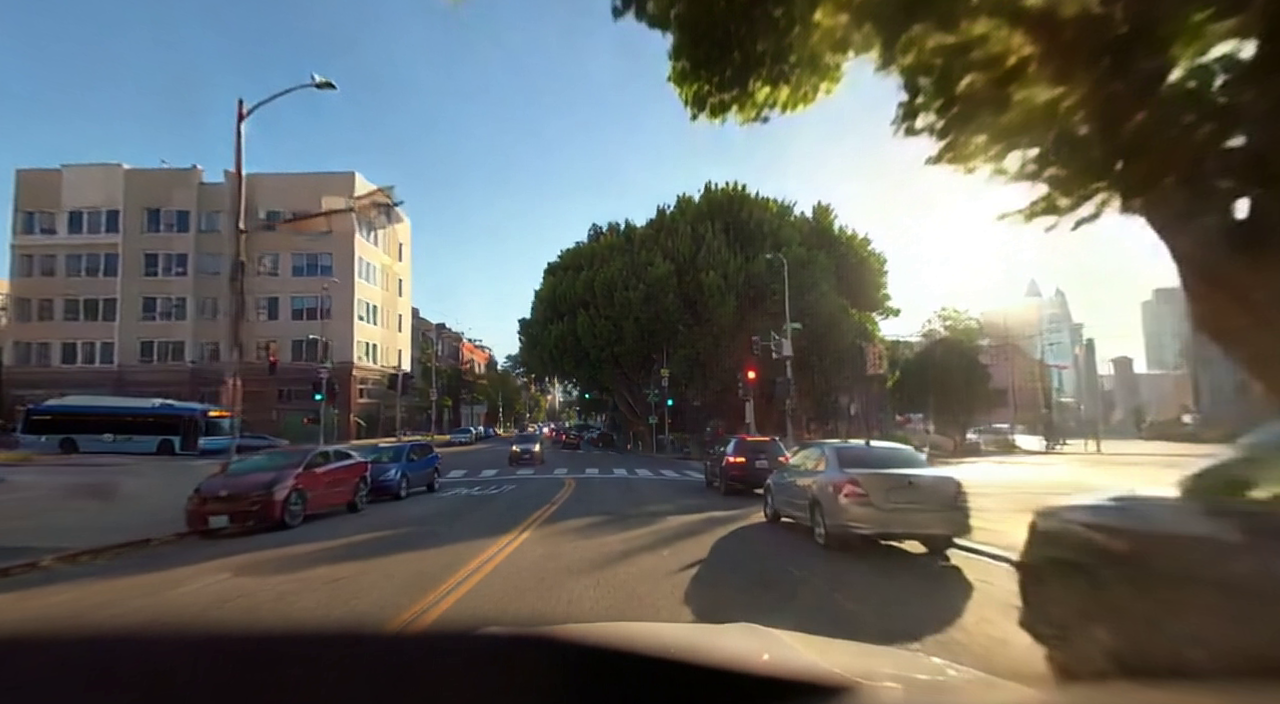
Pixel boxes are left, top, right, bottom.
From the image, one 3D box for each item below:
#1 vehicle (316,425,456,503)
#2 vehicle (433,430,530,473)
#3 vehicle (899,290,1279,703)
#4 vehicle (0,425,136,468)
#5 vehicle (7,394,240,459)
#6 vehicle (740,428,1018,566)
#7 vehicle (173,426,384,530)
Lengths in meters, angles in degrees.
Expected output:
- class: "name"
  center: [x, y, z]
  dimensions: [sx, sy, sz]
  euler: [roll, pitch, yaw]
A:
- class: "vehicle"
  center: [-7.000, 3.156, 18.109]
  dimensions: [2.132, 1.801, 4.885]
  euler: [-2, -9, -1]
- class: "vehicle"
  center: [-7.483, 4.631, 29.529]
  dimensions: [4.791, 1.818, 2.148]
  euler: [-8, -12, 44]
- class: "vehicle"
  center: [3.118, 0.691, 1.776]
  dimensions: [2.222, 1.812, 5.688]
  euler: [0, -9, -2]
- class: "vehicle"
  center: [-28.801, 4.741, 31.814]
  dimensions: [4.704, 2.065, 2.328]
  euler: [0, -9, -2]
- class: "vehicle"
  center: [-29.563, 4.372, 36.517]
  dimensions: [10.621, 3.479, 3.025]
  euler: [0, -10, 1]
- class: "vehicle"
  center: [2.980, 1.938, 9.290]
  dimensions: [2.032, 1.474, 4.795]
  euler: [0, -9, -2]
- class: "vehicle"
  center: [-7.021, 2.476, 12.891]
  dimensions: [1.893, 1.758, 4.019]
  euler: [0, -9, 0]
